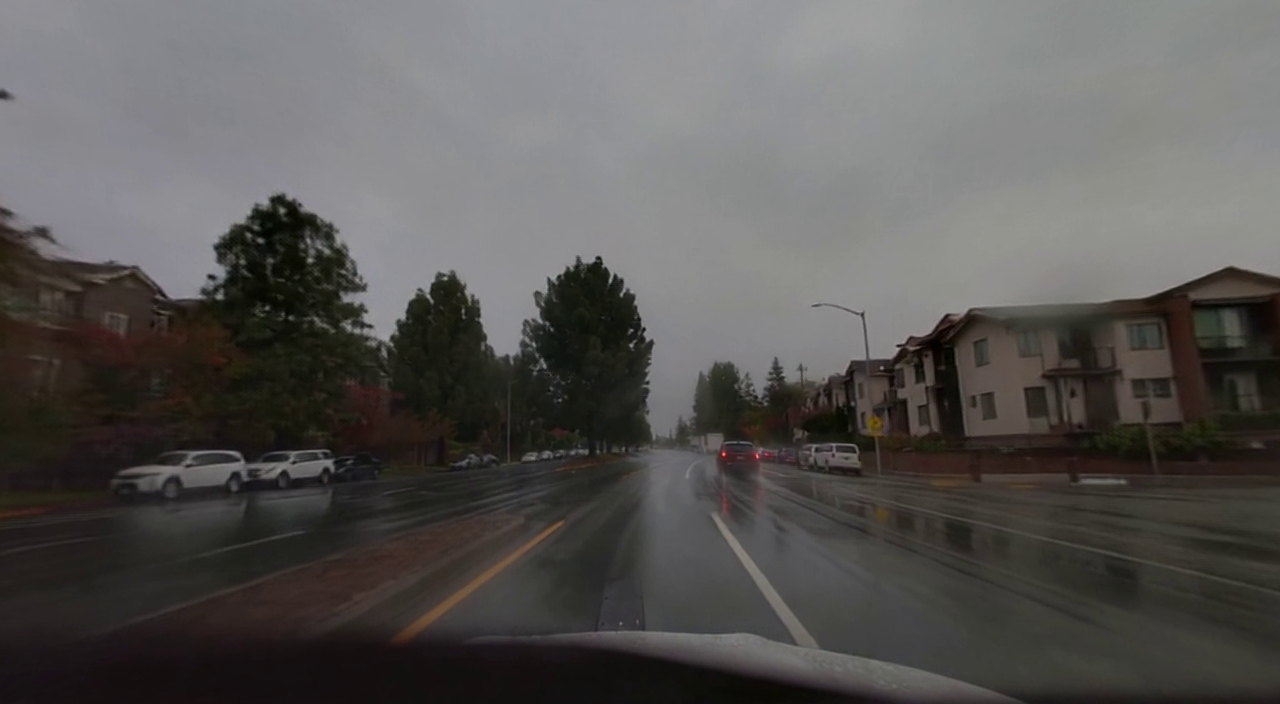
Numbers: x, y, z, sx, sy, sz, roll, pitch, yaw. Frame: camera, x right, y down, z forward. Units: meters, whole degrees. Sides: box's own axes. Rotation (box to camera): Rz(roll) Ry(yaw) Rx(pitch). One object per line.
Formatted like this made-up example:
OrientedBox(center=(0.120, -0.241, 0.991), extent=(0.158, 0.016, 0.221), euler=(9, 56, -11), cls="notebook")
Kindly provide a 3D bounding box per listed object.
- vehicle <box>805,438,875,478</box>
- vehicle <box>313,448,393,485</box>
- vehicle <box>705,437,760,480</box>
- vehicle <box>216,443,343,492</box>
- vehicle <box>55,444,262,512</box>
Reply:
OrientedBox(center=(11.173, 5.952, 35.828), extent=(2.460, 2.002, 5.900), euler=(-1, -8, 5), cls="vehicle")
OrientedBox(center=(-15.763, 6.254, 34.956), extent=(2.014, 1.734, 4.651), euler=(-2, -8, 4), cls="vehicle")
OrientedBox(center=(4.118, 4.824, 28.932), extent=(2.085, 1.763, 4.490), euler=(-1, -8, 3), cls="vehicle")
OrientedBox(center=(-16.347, 5.223, 29.155), extent=(2.194, 2.022, 5.828), euler=(-1, -8, 3), cls="vehicle")
OrientedBox(center=(-16.605, 4.309, 22.452), extent=(2.239, 1.926, 6.159), euler=(-2, -8, 4), cls="vehicle")
